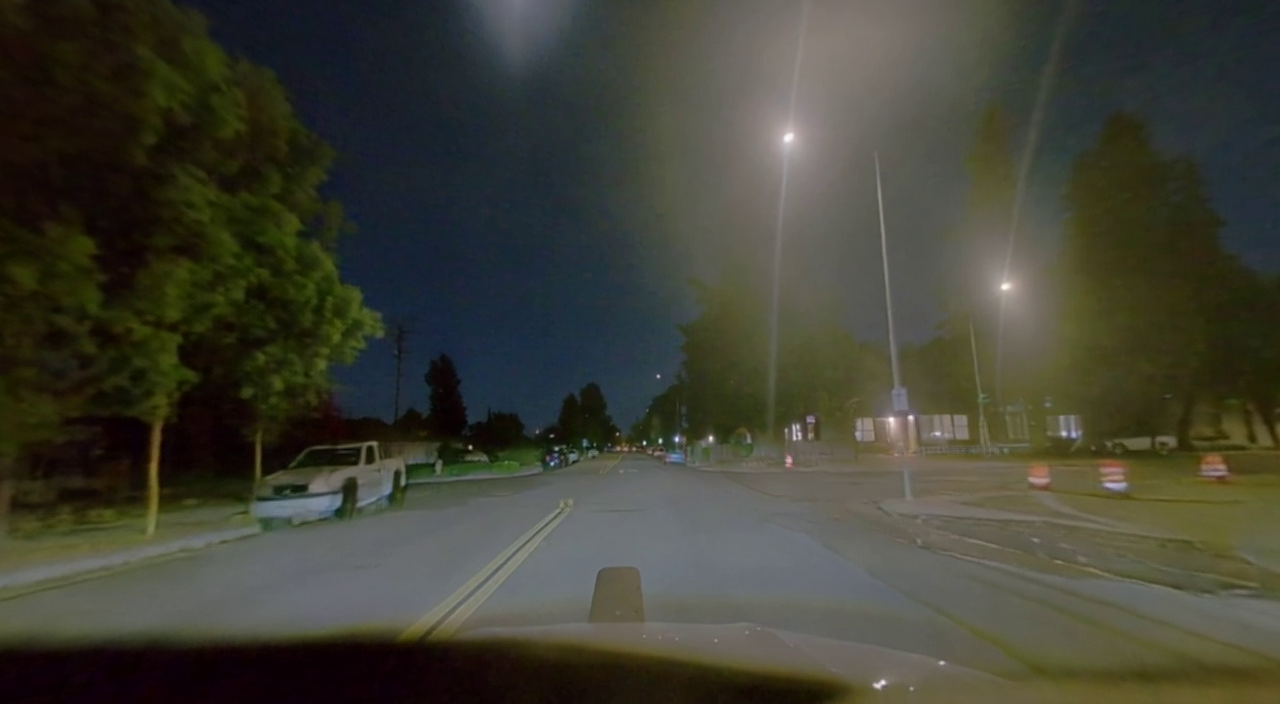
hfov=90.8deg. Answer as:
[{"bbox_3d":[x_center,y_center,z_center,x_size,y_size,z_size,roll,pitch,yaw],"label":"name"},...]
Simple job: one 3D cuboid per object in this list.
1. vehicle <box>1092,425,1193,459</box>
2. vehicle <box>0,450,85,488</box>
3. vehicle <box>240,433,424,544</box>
[{"bbox_3d":[29.824,5.289,37.736,1.923,1.805,4.876,-2,-6,-1],"label":"vehicle"},{"bbox_3d":[-36.048,6.928,37.703,1.821,1.691,4.510,0,-3,0],"label":"vehicle"},{"bbox_3d":[-6.138,2.670,13.307,2.087,1.835,4.445,-1,-7,-6],"label":"vehicle"}]
